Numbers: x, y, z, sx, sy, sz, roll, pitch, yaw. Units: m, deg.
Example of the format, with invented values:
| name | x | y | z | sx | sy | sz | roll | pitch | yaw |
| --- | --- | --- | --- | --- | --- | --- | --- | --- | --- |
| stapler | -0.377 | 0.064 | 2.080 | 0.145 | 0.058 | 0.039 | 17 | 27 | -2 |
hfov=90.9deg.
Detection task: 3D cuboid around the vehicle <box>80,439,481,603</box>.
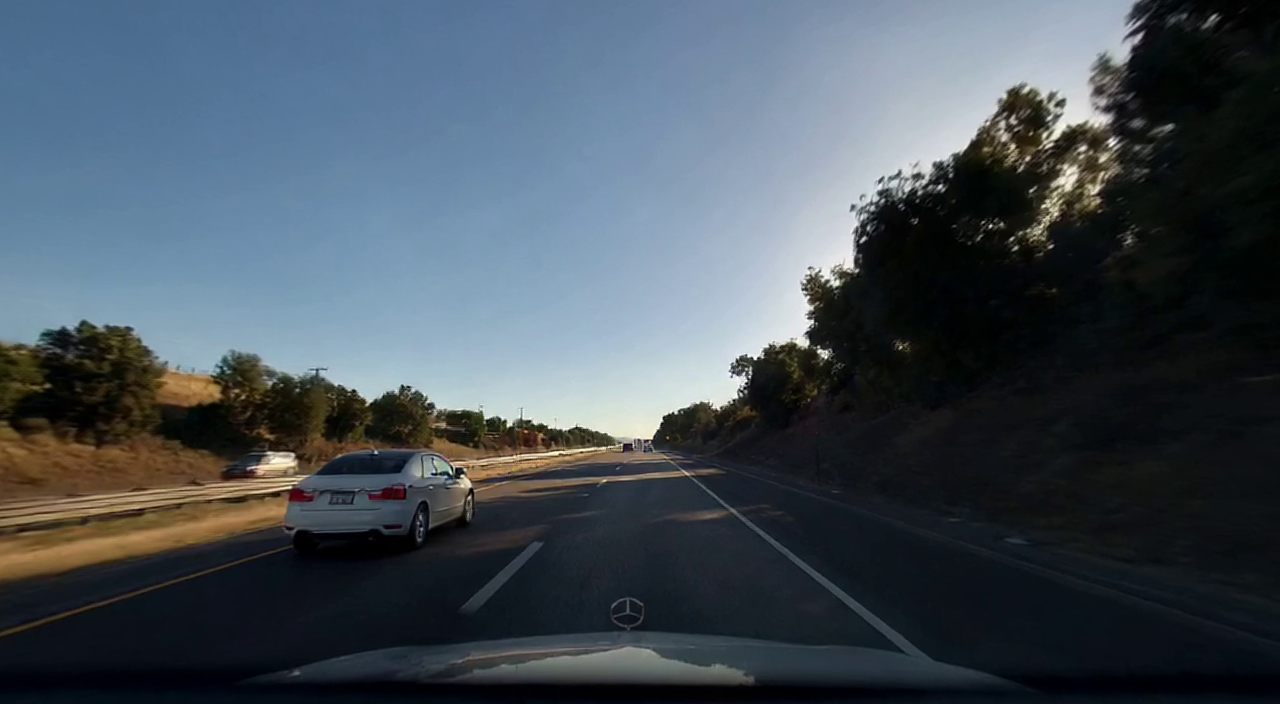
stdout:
| name | x | y | z | sx | sy | sz | roll | pitch | yaw |
| --- | --- | --- | --- | --- | --- | --- | --- | --- | --- |
| vehicle | -3.561 | 1.737 | 7.536 | 2.096 | 1.343 | 4.503 | 0 | -8 | 1 |
